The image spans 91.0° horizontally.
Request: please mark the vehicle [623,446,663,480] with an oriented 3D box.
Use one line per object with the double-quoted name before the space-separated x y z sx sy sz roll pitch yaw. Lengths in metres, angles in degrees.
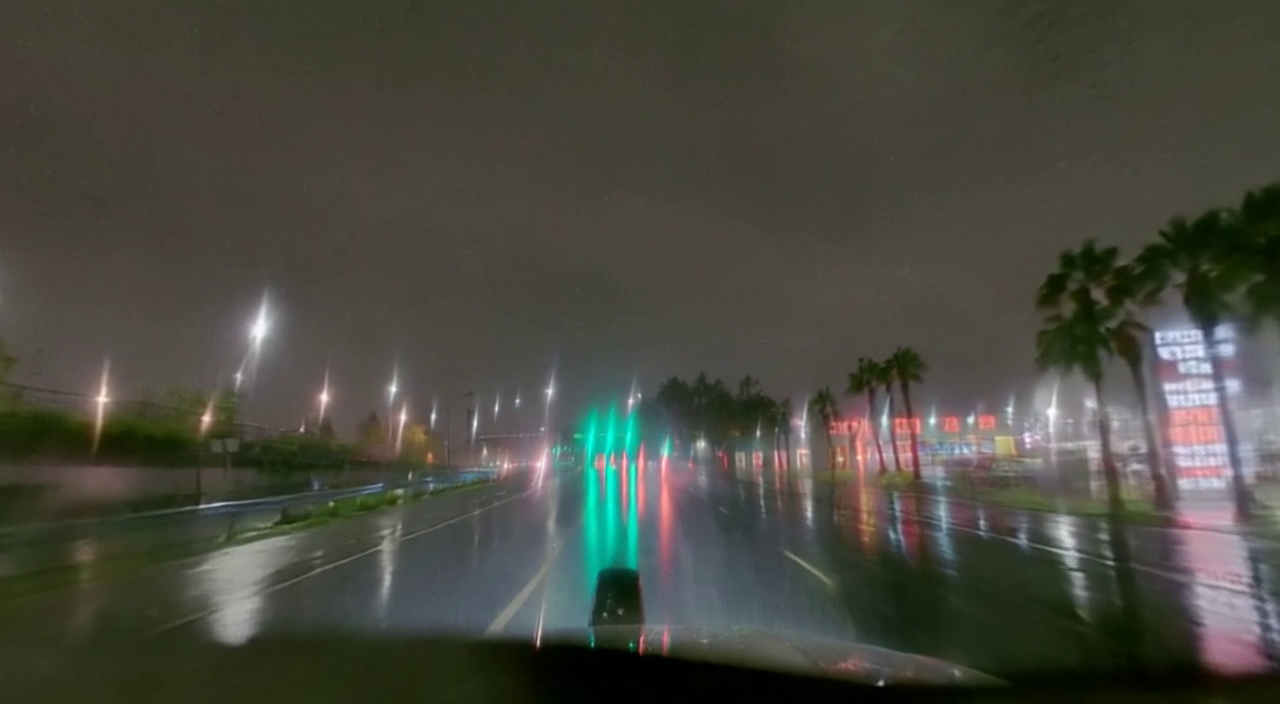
"vehicle" 0.125 6.106 34.860 2.089 1.718 4.193 0 -9 0
